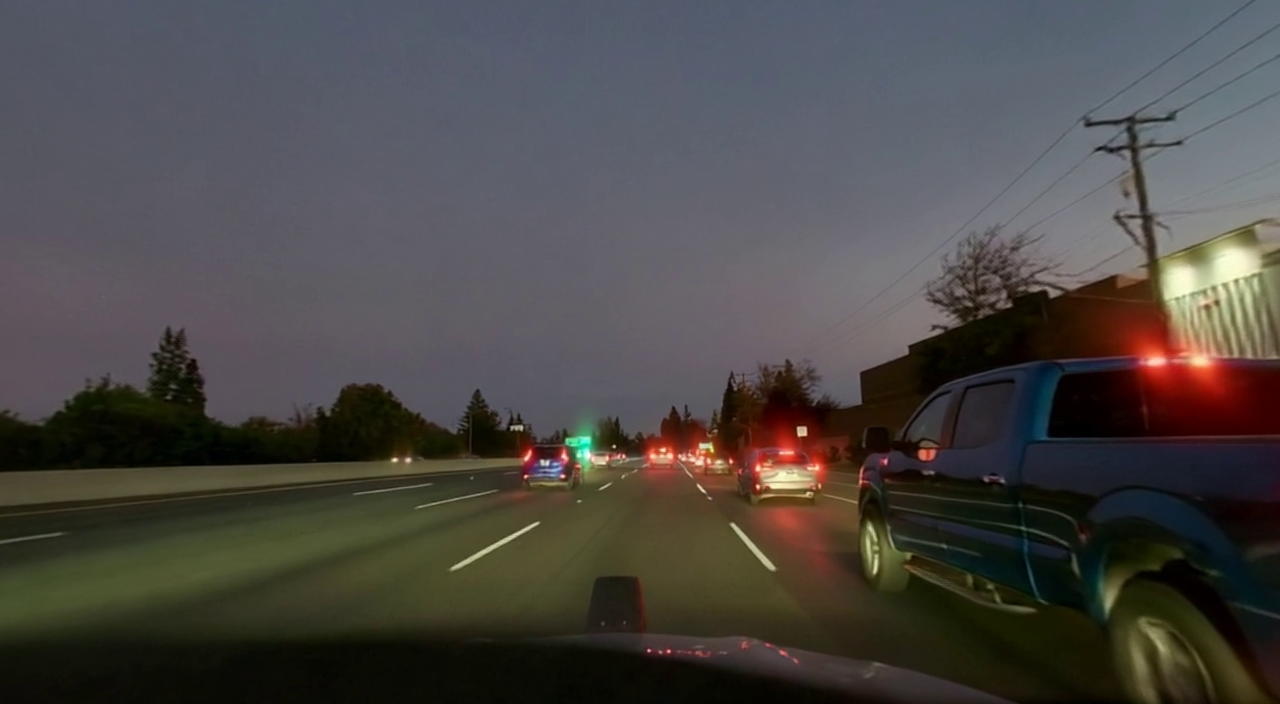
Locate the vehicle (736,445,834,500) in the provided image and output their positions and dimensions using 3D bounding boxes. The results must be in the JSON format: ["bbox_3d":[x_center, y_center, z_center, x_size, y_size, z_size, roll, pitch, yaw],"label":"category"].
[{"bbox_3d":[4.381,3.702,19.817,2.111,1.498,4.466,0,-8,2],"label":"vehicle"}]

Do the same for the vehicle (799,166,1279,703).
[{"bbox_3d":[3.387,1.015,4.685,3.024,2.092,6.797,-1,-8,4],"label":"vehicle"}]

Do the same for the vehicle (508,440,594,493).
[{"bbox_3d":[-3.092,4.112,23.058,2.209,1.714,4.576,-1,-8,4],"label":"vehicle"}]

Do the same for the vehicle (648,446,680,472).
[{"bbox_3d":[1.636,7.320,43.390,2.080,1.682,4.150,0,-8,2],"label":"vehicle"}]

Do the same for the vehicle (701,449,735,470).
[{"bbox_3d":[5.725,7.936,46.687,2.072,1.456,4.537,0,-8,2],"label":"vehicle"}]
